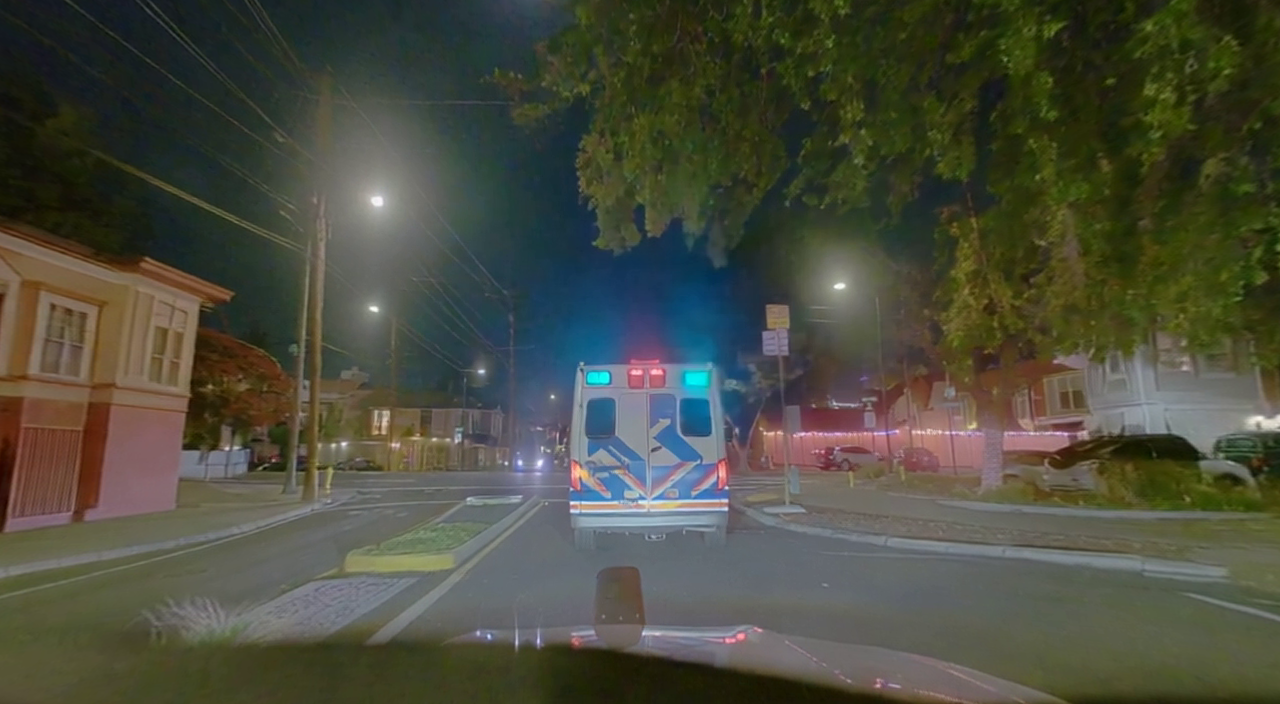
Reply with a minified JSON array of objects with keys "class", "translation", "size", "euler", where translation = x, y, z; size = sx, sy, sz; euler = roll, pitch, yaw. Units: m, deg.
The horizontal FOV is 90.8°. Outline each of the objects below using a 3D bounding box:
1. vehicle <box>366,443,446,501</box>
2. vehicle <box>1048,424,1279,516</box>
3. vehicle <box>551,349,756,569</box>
[{"class":"vehicle","translation":[-8.385,4.132,22.351],"size":[2.290,1.776,4.947],"euler":[3,-9,-23]},{"class":"vehicle","translation":[13.237,2.766,15.061],"size":[5.270,1.966,2.329],"euler":[-2,-9,11]},{"class":"vehicle","translation":[0.158,1.681,10.440],"size":[2.444,2.640,5.482],"euler":[0,-8,0]}]
